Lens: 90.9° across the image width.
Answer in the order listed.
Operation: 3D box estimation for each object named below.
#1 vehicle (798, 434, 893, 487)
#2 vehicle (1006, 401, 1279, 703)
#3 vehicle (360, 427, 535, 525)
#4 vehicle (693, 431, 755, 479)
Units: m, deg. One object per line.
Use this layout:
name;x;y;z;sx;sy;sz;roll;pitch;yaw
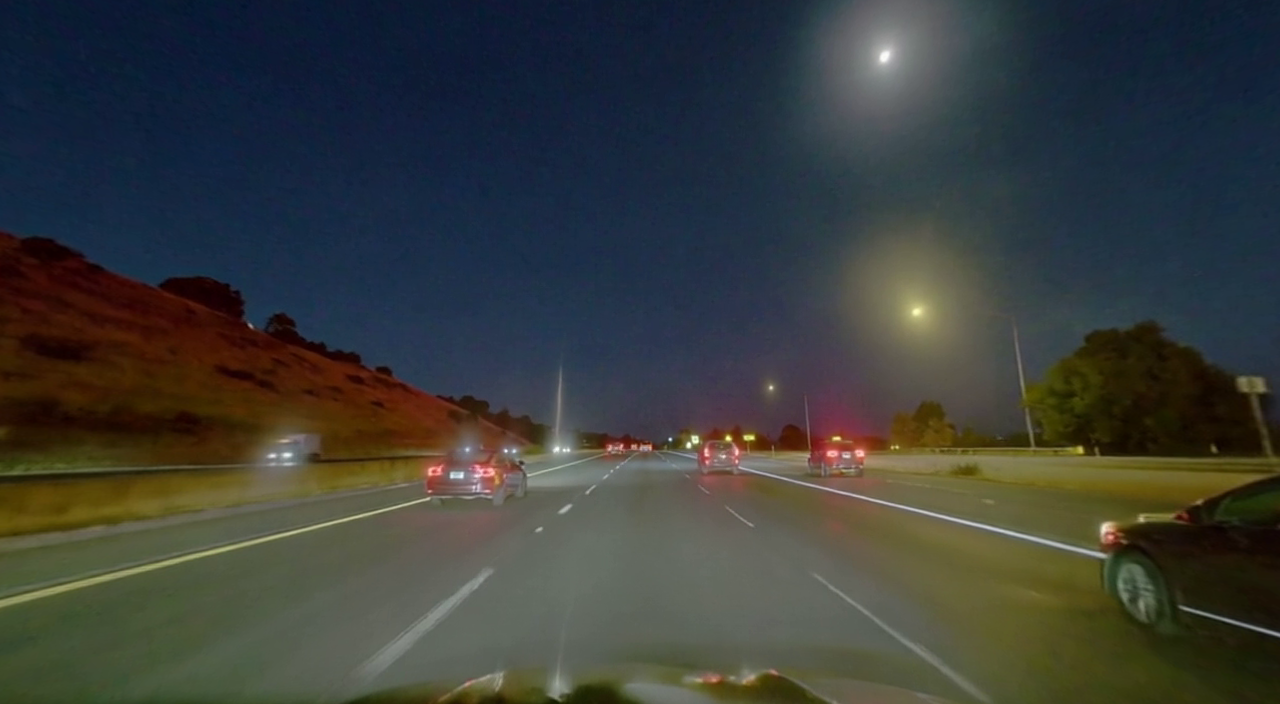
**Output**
vehicle;7.353;3.903;23.056;1.998;1.717;4.338;0;-8;0
vehicle;3.456;0.877;2.079;1.941;1.481;4.300;0;-9;1
vehicle;-3.704;2.482;13.169;2.166;1.672;4.388;0;-8;1
vehicle;3.643;4.583;28.352;2.121;1.925;5.056;0;-8;0
